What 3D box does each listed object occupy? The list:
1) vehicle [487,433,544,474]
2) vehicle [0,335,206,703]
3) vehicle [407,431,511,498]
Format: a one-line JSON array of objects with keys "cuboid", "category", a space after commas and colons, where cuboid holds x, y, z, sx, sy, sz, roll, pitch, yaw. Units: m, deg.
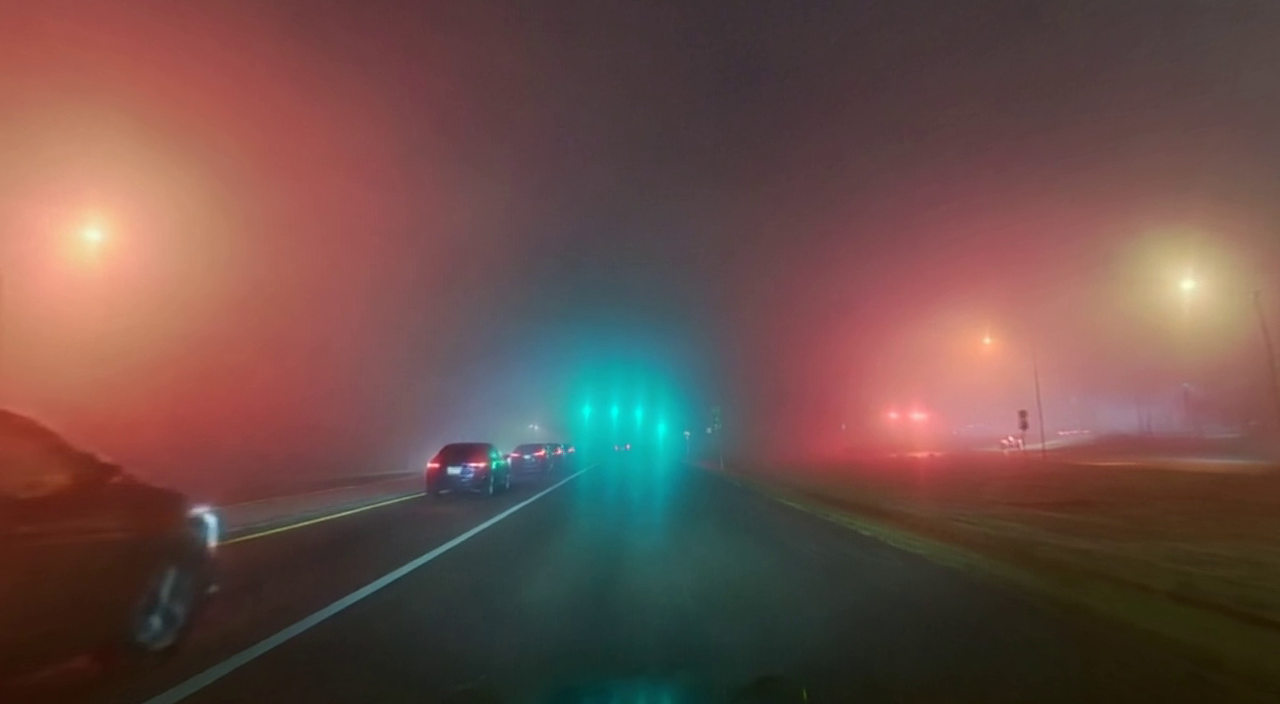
[{"cuboid": [-6.097, 5.033, 31.530, 2.337, 1.862, 4.924, 1, -9, -6], "category": "vehicle"}, {"cuboid": [-3.910, 0.692, 1.805, 2.189, 1.807, 4.467, 0, -9, -1], "category": "vehicle"}, {"cuboid": [-5.083, 3.221, 18.399, 2.041, 1.698, 4.094, 0, -9, -4], "category": "vehicle"}]
